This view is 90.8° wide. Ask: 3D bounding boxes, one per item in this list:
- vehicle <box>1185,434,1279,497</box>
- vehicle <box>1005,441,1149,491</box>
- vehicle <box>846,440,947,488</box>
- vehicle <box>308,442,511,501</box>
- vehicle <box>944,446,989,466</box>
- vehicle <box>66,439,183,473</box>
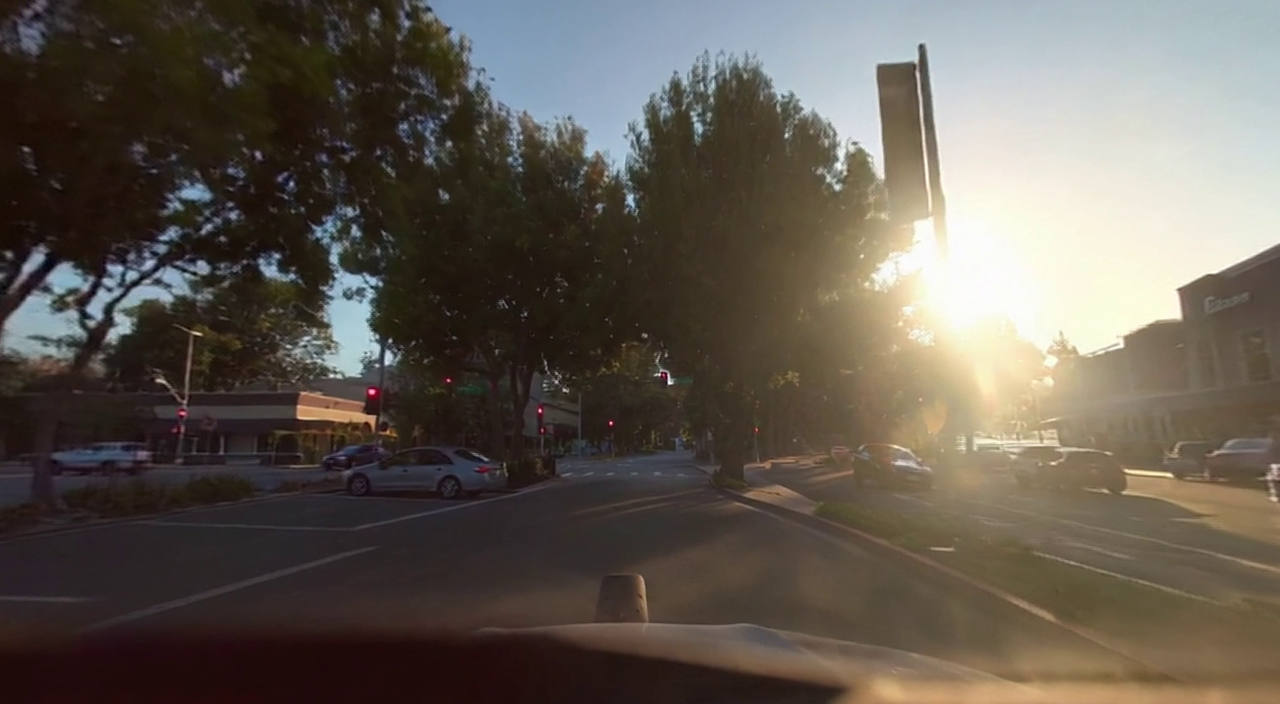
[{"bbox_3d":[20.010,3.544,20.111,1.888,1.725,4.268,-4,-8,9],"label":"vehicle"},{"bbox_3d":[14.474,3.756,21.294,1.951,1.491,4.359,-1,-8,4],"label":"vehicle"},{"bbox_3d":[9.076,3.979,22.852,2.061,1.519,4.794,-1,-8,5],"label":"vehicle"},{"bbox_3d":[-6.249,3.227,17.424,4.792,1.468,2.116,-2,-9,10],"label":"vehicle"},{"bbox_3d":[25.319,8.032,49.109,1.833,1.445,4.178,-1,-8,9],"label":"vehicle"},{"bbox_3d":[-29.182,5.875,35.865,4.906,1.784,1.913,7,-11,-41],"label":"vehicle"}]
